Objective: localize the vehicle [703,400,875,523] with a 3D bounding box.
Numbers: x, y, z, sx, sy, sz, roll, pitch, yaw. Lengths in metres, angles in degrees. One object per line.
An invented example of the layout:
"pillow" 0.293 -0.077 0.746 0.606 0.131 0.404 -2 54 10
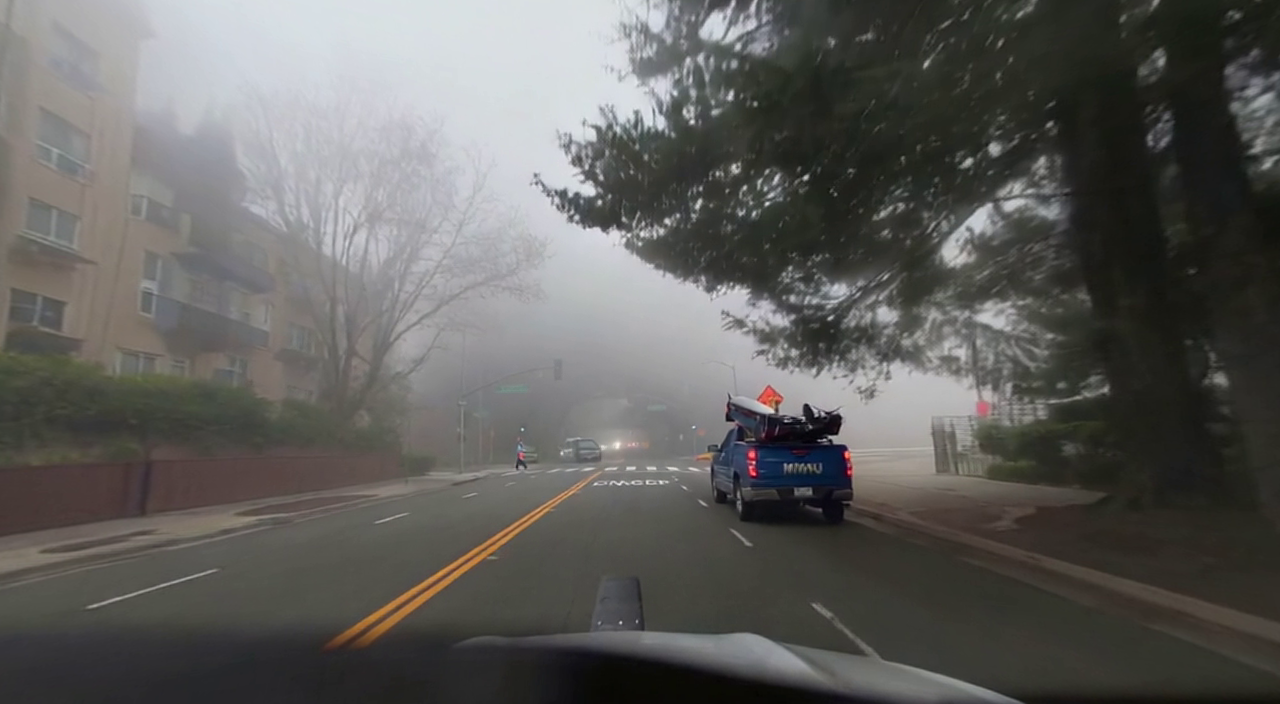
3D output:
"vehicle" 2.730 2.214 13.229 2.177 2.015 5.463 0 -8 -1
